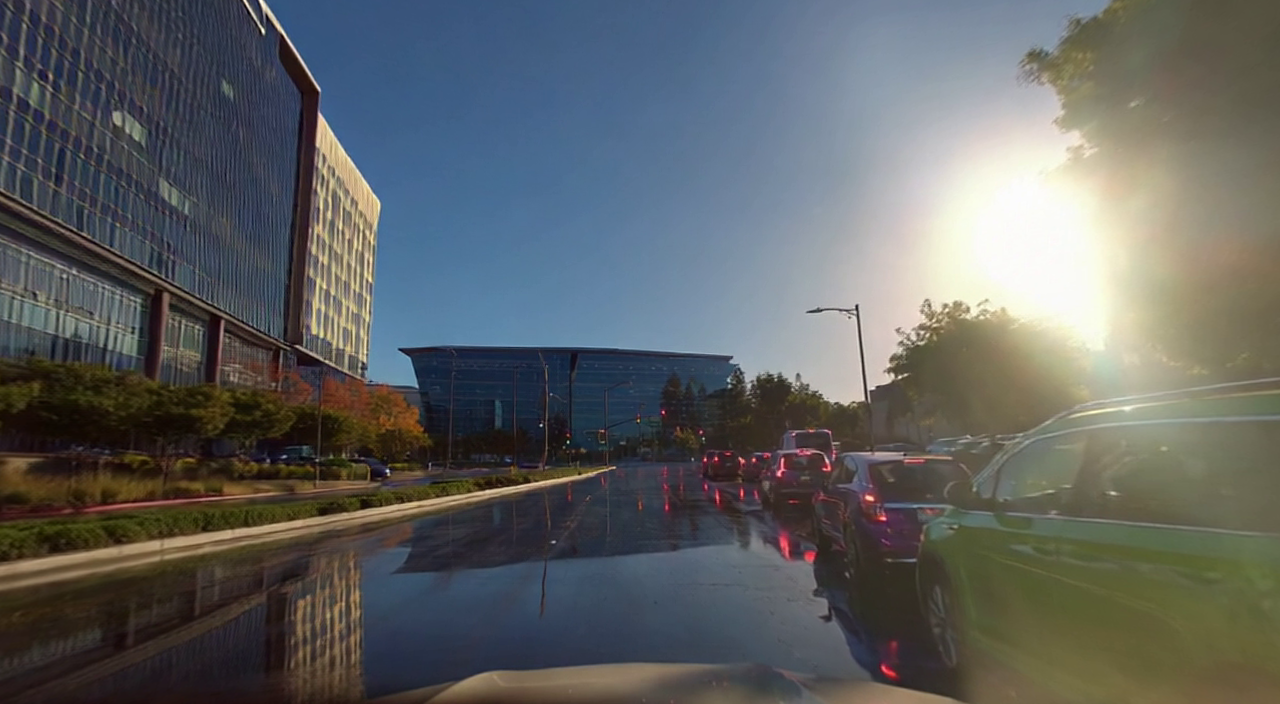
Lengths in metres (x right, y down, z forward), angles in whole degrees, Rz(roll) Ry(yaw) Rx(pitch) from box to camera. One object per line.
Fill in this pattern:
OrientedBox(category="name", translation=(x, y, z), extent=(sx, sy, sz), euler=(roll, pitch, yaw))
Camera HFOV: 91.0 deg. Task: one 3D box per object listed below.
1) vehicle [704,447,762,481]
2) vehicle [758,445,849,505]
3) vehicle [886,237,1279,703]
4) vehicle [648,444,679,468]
OrientedBox(category="vehicle", translation=(4.458, 5.421, 30.794), extent=(2.183, 1.553, 3.923), euler=(0, -9, -1))
OrientedBox(category="vehicle", translation=(4.936, 3.720, 19.717), extent=(2.089, 1.609, 4.922), euler=(-1, -9, 7))
OrientedBox(category="vehicle", translation=(2.474, 0.795, 2.168), extent=(2.092, 1.703, 4.870), euler=(-2, -9, 11))
OrientedBox(category="vehicle", translation=(1.863, 7.918, 48.173), extent=(2.121, 1.728, 4.161), euler=(-1, -9, 6))
